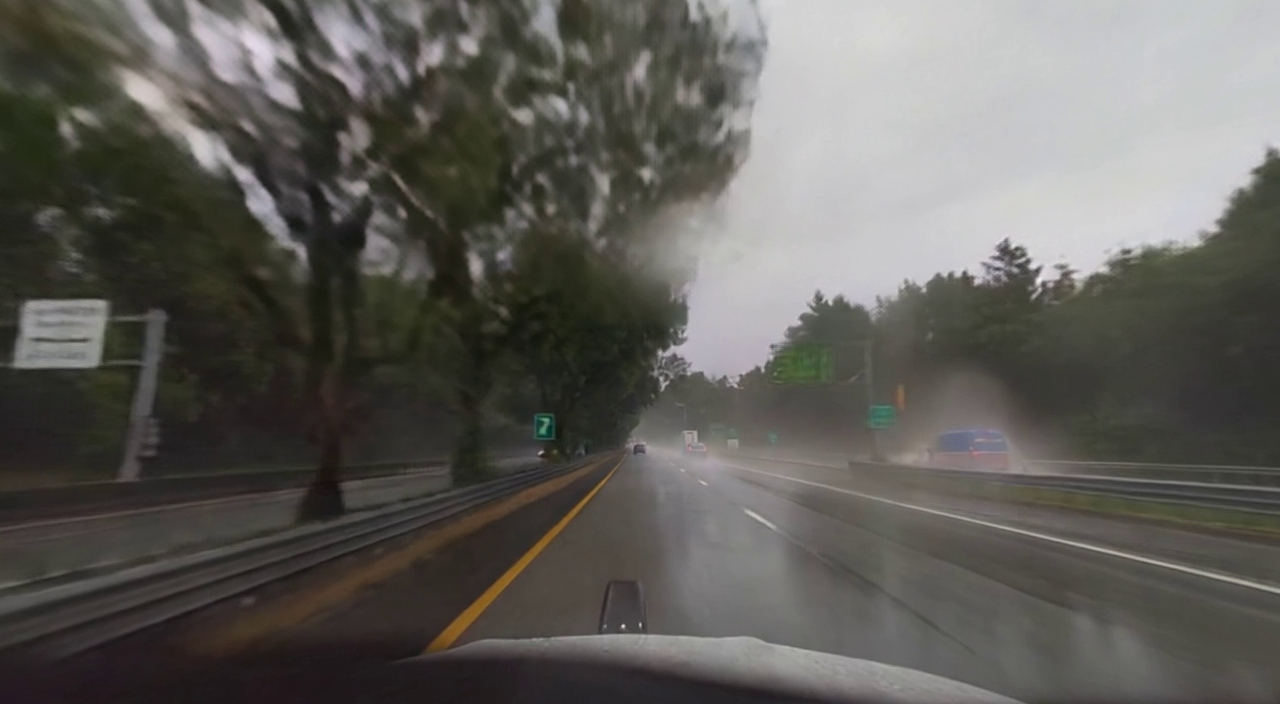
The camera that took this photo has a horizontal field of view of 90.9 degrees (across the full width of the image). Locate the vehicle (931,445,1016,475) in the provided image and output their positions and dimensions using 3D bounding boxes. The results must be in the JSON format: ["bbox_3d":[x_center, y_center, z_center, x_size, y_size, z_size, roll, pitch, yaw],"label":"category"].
[{"bbox_3d":[16.489,5.362,31.375,1.926,1.386,3.719,1,-9,-6],"label":"vehicle"}]
